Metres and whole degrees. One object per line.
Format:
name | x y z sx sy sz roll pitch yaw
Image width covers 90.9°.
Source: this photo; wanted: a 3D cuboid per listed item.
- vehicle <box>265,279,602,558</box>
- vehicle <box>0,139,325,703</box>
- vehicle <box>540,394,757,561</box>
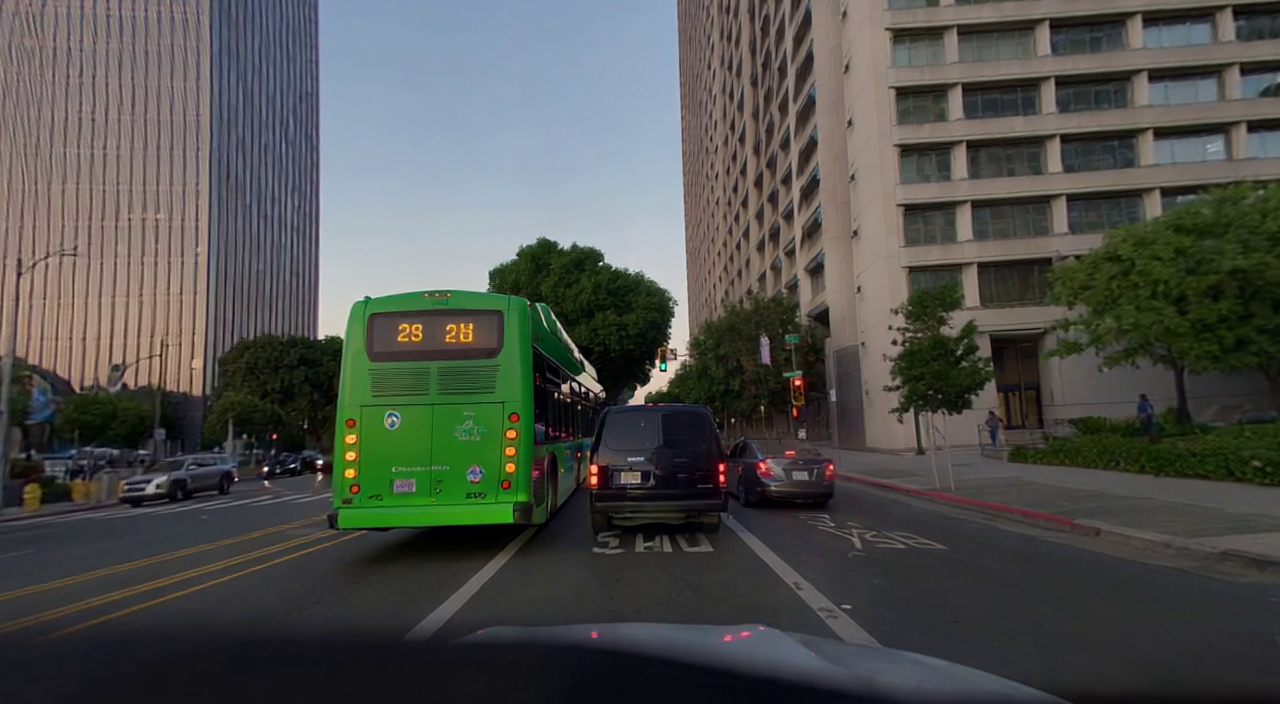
vehicle | -2.917 1.795 14.594 3.042 3.445 13.615 0 -9 1
vehicle | -2.758 0.327 0.220 2.329 2.089 5.659 0 -9 0
vehicle | 0.123 1.777 9.519 2.500 1.912 4.270 0 -9 1
